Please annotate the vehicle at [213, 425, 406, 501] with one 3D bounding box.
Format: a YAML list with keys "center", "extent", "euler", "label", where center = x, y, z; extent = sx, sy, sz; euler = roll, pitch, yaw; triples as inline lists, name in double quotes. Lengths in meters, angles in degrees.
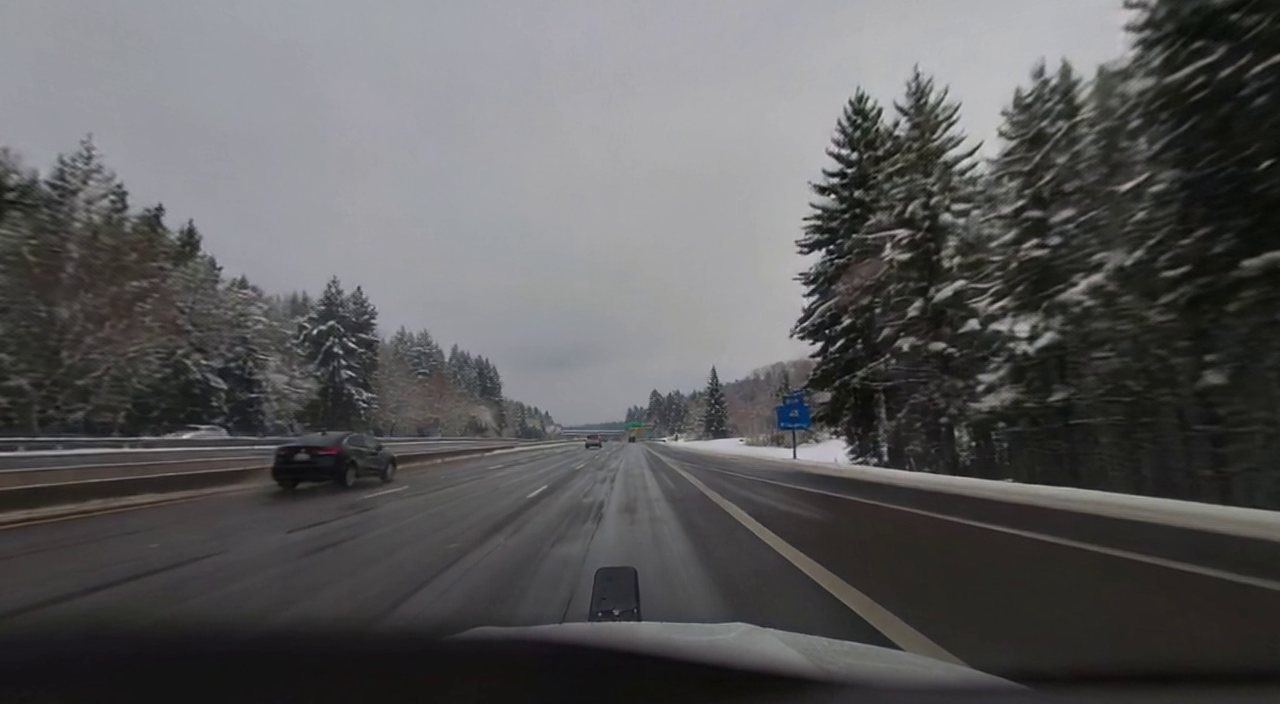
- center: [-7.950, 2.694, 15.932]
  extent: [2.092, 1.574, 5.251]
  euler: [0, -8, 0]
  label: "vehicle"
